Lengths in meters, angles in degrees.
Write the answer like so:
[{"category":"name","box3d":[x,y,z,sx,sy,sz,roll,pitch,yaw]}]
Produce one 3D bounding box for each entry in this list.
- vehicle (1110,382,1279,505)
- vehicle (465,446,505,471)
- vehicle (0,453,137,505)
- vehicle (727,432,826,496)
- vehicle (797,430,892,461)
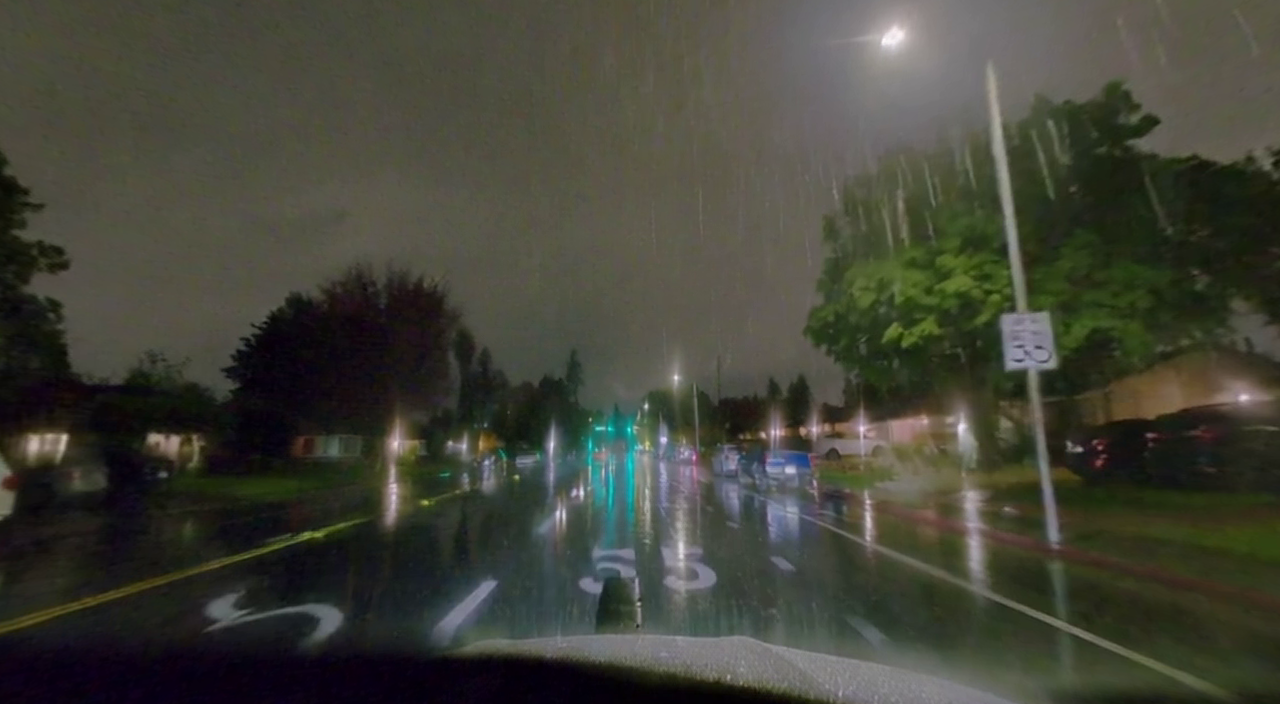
[{"category":"vehicle","box3d":[12.270,1.619,11.648,5.278,1.981,2.304,-1,-9,-2]},{"category":"vehicle","box3d":[-11.612,7.994,47.750,2.091,1.717,4.392,0,-8,-3]},{"category":"vehicle","box3d":[-18.543,3.884,19.502,4.346,1.490,1.911,0,-8,-1]},{"category":"vehicle","box3d":[4.045,3.388,19.523,1.915,1.715,4.451,0,-8,-2]},{"category":"vehicle","box3d":[12.074,5.530,37.491,4.912,1.734,2.006,0,-8,-2]}]
